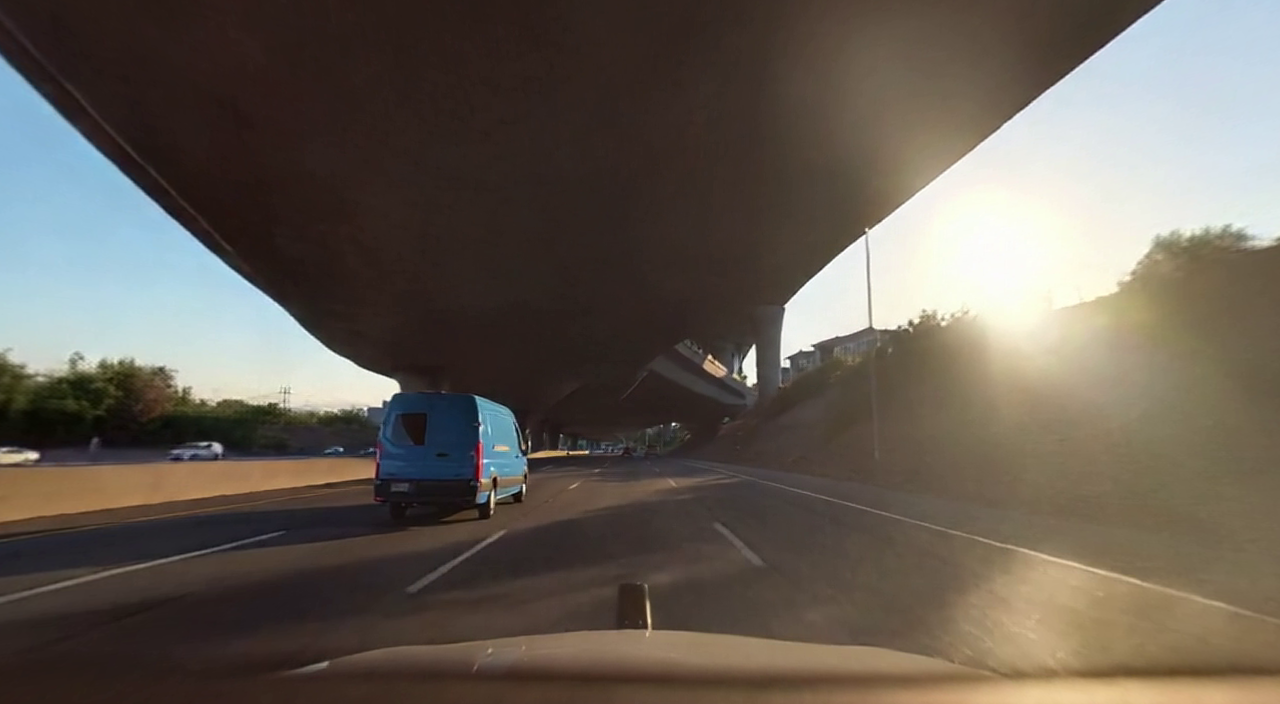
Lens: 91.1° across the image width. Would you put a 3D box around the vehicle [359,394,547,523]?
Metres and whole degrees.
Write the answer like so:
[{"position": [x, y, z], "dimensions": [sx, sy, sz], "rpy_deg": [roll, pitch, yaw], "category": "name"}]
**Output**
[{"position": [-3.669, 2.258, 13.742], "dimensions": [2.372, 2.248, 5.393], "rpy_deg": [0, -9, 1], "category": "vehicle"}]
